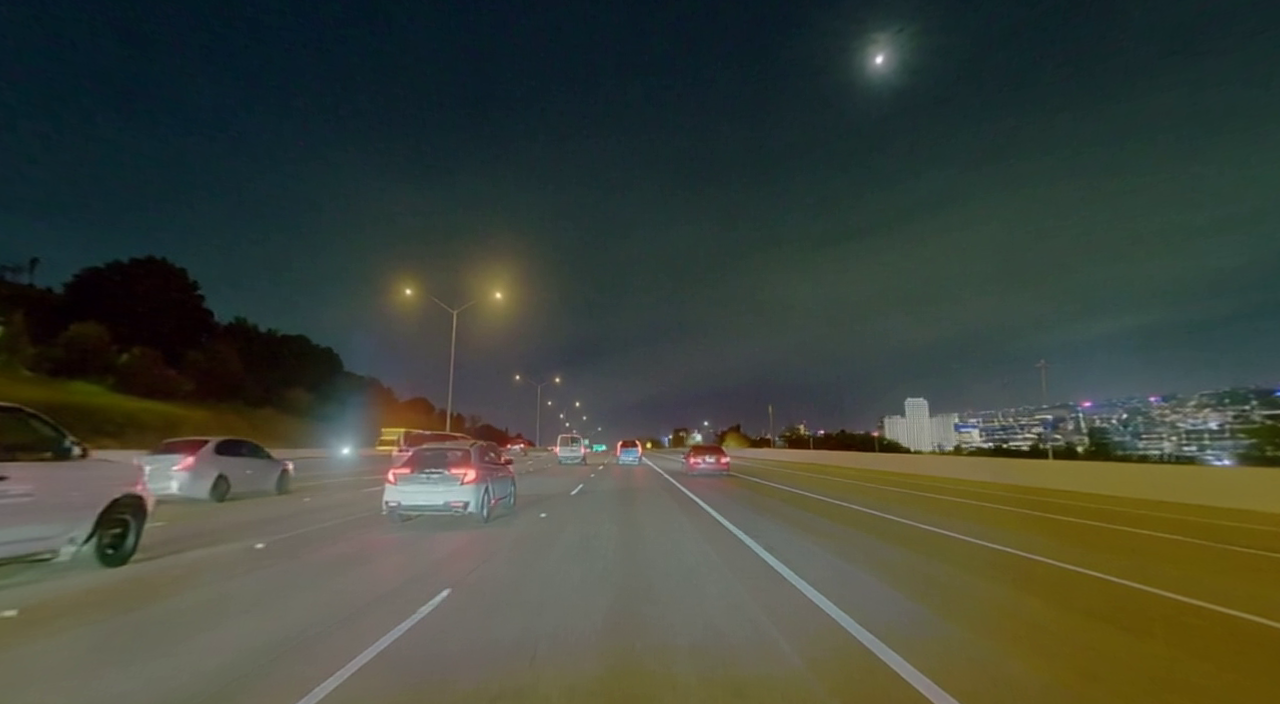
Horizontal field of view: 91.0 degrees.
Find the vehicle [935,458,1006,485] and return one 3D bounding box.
[{"bbox_3d":[20.520,7.412,39.359,1.896,1.474,4.502,0,-9,-2],"label":"vehicle"}]

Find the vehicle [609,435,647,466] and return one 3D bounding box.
[{"bbox_3d":[-0.752,6.188,39.485,2.207,1.807,4.199,0,-9,-1],"label":"vehicle"}]

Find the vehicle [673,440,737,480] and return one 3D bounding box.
[{"bbox_3d":[2.641,4.526,26.666,2.127,1.513,4.501,0,-9,-2],"label":"vehicle"}]

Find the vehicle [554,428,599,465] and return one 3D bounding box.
[{"bbox_3d":[-4.166,6.328,42.142,2.504,2.276,5.933,0,-9,-1],"label":"vehicle"}]

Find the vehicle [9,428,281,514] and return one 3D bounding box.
[{"bbox_3d":[-10.484,2.552,14.038,2.014,1.549,4.957,0,-9,0],"label":"vehicle"}]

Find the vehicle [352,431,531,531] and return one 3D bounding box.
[{"bbox_3d":[-3.411,2.292,11.777,1.963,1.507,4.172,0,-9,0],"label":"vehicle"}]
